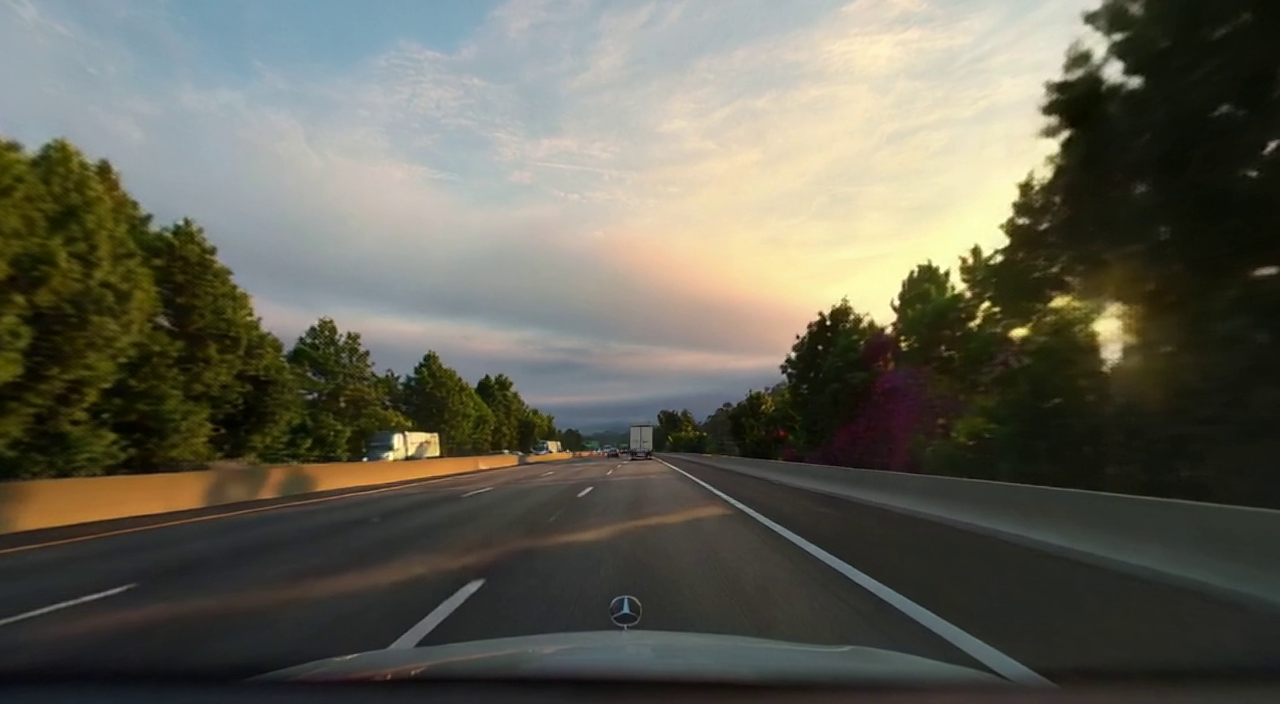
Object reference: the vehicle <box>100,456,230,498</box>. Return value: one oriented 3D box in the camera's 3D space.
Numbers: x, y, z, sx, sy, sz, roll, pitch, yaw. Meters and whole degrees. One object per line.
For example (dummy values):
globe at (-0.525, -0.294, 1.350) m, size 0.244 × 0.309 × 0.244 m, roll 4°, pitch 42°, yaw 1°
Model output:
vehicle at (-18.782, 4.942, 25.221) m, size 1.819 × 1.458 × 4.282 m, roll 0°, pitch -9°, yaw 1°
